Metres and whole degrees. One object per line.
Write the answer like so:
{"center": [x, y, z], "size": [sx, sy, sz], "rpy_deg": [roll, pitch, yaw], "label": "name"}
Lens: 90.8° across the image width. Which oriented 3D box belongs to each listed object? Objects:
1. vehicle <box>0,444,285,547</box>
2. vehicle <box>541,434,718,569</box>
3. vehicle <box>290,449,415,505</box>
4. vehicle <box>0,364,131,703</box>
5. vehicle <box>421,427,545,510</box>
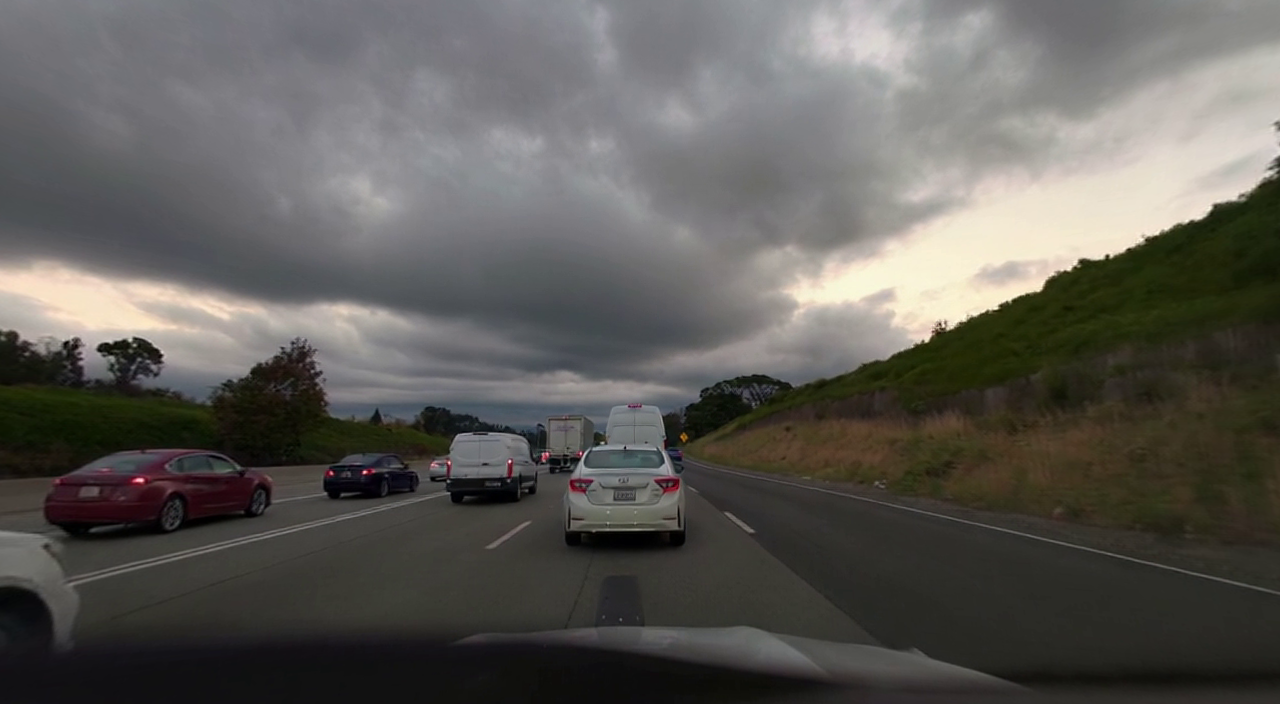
{"center": [-8.707, 2.445, 11.474], "size": [1.884, 1.484, 4.389], "rpy_deg": [-1, -9, 1], "label": "vehicle"}
{"center": [-0.140, 1.957, 8.899], "size": [1.995, 1.495, 3.380], "rpy_deg": [0, -9, -1], "label": "vehicle"}
{"center": [-8.397, 3.640, 18.847], "size": [1.826, 1.465, 3.916], "rpy_deg": [-1, -9, 1], "label": "vehicle"}
{"center": [-3.633, 0.637, 0.941], "size": [2.029, 1.656, 4.437], "rpy_deg": [0, -9, 0], "label": "vehicle"}
{"center": [-4.046, 3.102, 17.205], "size": [2.055, 1.913, 4.584], "rpy_deg": [-1, -9, 2], "label": "vehicle"}
